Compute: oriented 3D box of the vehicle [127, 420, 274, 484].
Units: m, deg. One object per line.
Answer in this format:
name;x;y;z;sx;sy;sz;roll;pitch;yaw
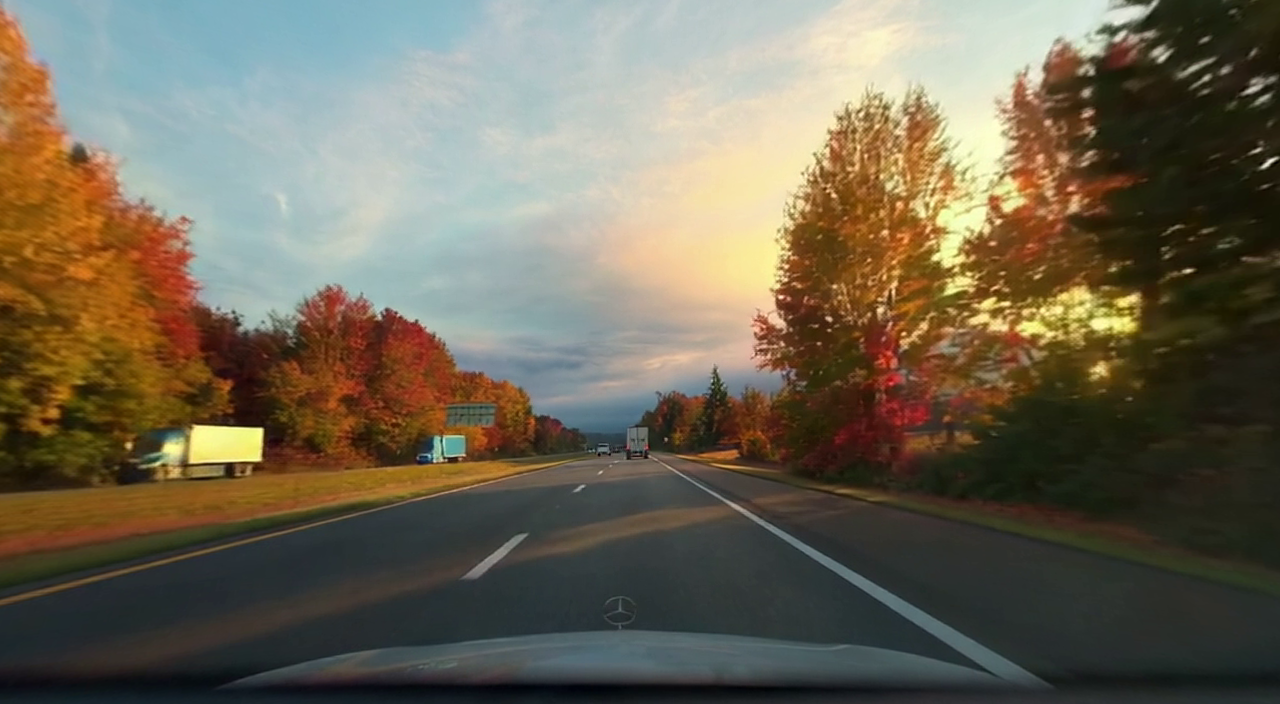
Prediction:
vehicle;-27.742;6.409;40.318;2.815;3.623;9.029;0;-9;0
